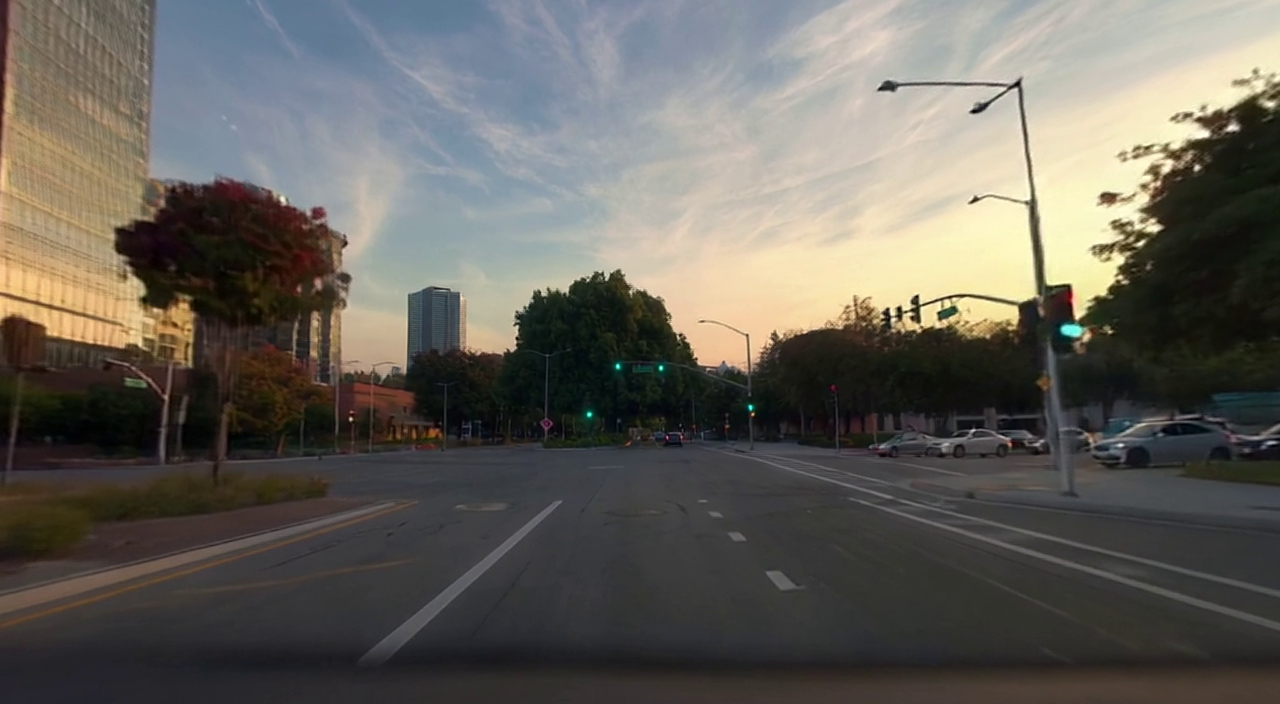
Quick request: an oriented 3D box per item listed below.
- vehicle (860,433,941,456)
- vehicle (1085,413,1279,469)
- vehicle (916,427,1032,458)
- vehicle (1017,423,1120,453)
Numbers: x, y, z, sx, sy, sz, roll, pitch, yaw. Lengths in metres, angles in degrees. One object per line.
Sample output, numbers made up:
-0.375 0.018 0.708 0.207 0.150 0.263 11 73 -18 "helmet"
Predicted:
15.381 5.484 37.447 4.046 1.306 1.719 -1 -8 4 "vehicle"
19.455 3.200 22.753 5.212 1.864 2.044 0 -8 0 "vehicle"
17.267 4.687 32.817 4.916 1.504 1.846 0 -8 -1 "vehicle"
25.592 5.168 37.858 4.571 1.698 1.977 -1 -8 4 "vehicle"
